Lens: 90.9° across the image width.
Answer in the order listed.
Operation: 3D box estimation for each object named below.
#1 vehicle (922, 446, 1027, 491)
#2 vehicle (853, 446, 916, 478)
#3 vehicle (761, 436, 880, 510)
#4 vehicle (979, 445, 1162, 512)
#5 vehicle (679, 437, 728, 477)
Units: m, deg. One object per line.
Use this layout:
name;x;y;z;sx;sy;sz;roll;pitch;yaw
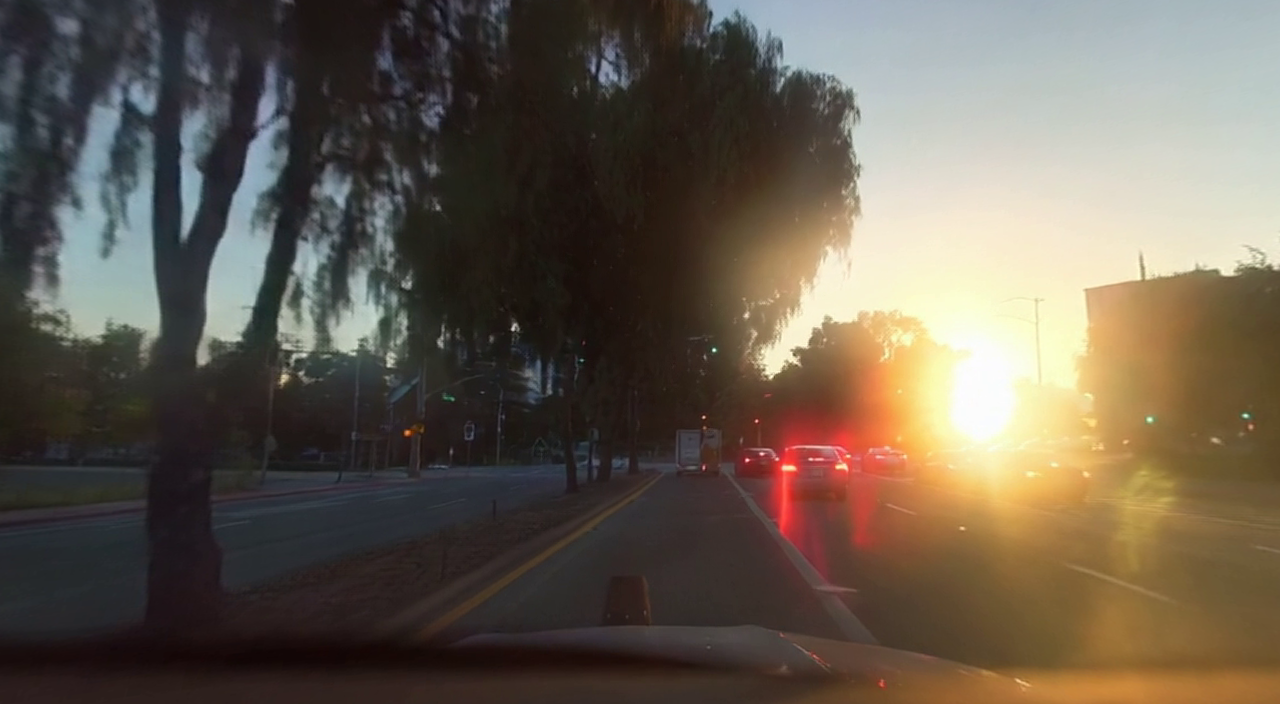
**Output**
vehicle;12.345;4.283;23.622;1.842;1.466;4.379;-1;-8;5
vehicle;12.615;5.678;32.761;1.901;1.484;4.093;-1;-8;4
vehicle;4.291;2.913;15.710;2.078;1.578;4.107;-1;-8;6
vehicle;10.641;3.101;16.062;1.884;1.422;4.262;-1;-8;4
vehicle;3.080;5.153;31.278;2.245;1.800;4.522;-1;-8;4
